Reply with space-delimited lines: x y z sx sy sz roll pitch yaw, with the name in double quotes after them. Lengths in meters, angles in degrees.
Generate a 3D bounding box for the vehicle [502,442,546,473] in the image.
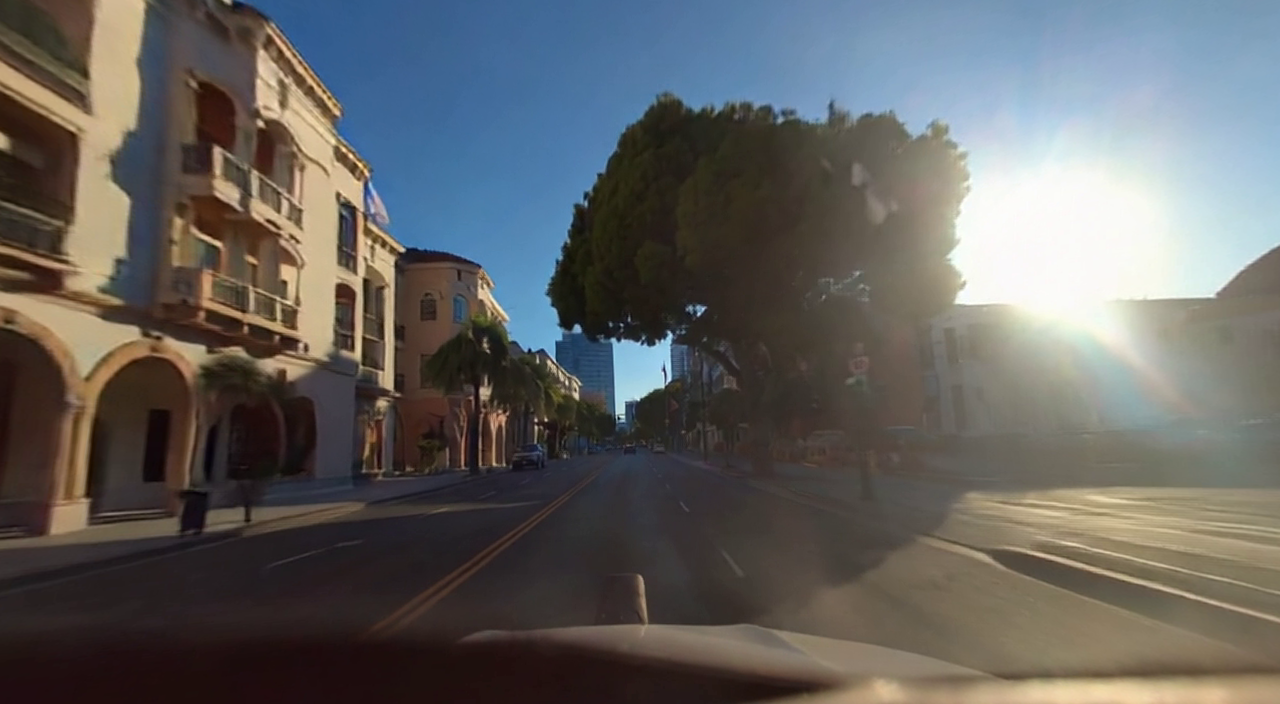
-6.915 6.344 38.080 1.946 1.640 4.430 -2 -9 -1 "vehicle"
